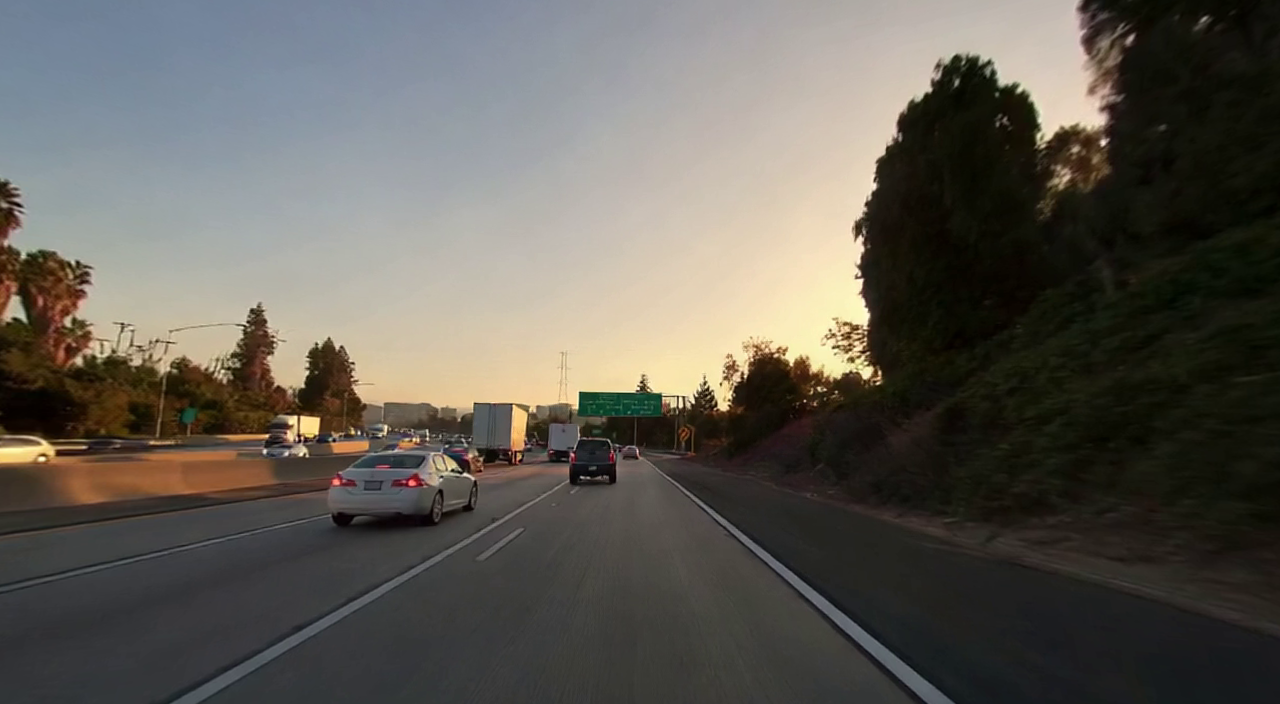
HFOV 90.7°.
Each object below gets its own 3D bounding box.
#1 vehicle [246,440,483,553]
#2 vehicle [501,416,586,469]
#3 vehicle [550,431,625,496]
[{"bbox_3d":[-4.167,2.224,10.591,1.932,1.445,4.625,0,-8,-1],"label":"vehicle"},{"bbox_3d":[-5.796,5.949,41.047,3.270,2.674,14.547,-2,-9,0],"label":"vehicle"},{"bbox_3d":[-1.577,3.539,20.523,2.093,1.785,5.303,0,-8,-2],"label":"vehicle"}]
